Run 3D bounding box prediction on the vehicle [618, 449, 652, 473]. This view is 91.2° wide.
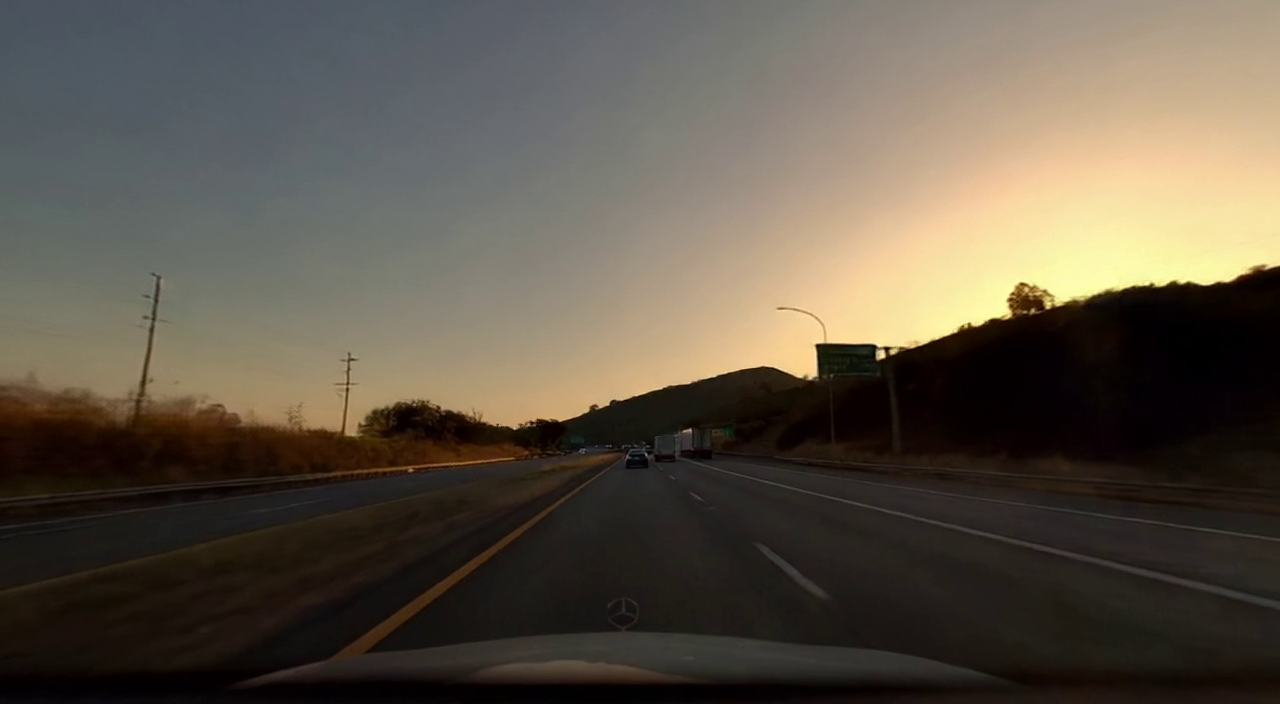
[{"bbox_3d":[-0.362,7.107,41.196,2.083,1.473,3.923,0,-9,-1],"label":"vehicle"}]
